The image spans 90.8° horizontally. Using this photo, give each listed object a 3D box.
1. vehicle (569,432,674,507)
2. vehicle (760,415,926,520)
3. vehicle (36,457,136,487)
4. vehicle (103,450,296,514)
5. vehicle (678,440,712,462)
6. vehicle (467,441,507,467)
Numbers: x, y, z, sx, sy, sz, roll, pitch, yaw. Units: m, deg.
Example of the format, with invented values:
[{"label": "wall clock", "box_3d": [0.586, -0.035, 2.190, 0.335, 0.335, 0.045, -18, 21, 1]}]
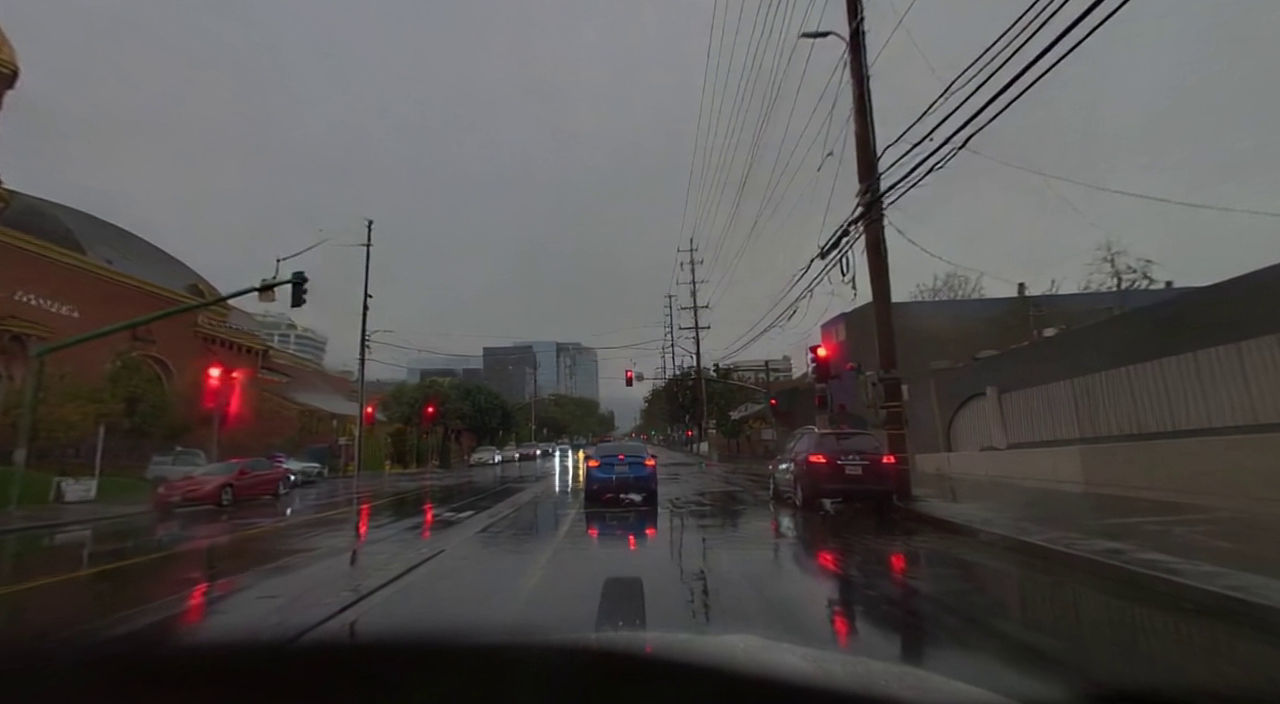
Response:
[{"label": "vehicle", "box_3d": [-0.384, 2.623, 14.533, 2.049, 1.453, 4.299, 0, -9, -1]}, {"label": "vehicle", "box_3d": [3.887, 2.290, 12.998, 2.015, 1.780, 4.261, 0, -9, 1]}, {"label": "vehicle", "box_3d": [-31.770, 6.876, 36.324, 3.932, 1.671, 1.853, 0, -9, 0]}, {"label": "vehicle", "box_3d": [-11.985, 3.529, 17.695, 1.980, 1.502, 4.655, 0, -9, 1]}, {"label": "vehicle", "box_3d": [3.891, 7.072, 45.406, 1.933, 1.479, 4.430, 0, -9, -1]}, {"label": "vehicle", "box_3d": [-11.961, 7.966, 49.694, 2.104, 1.830, 4.554, -3, -8, -2]}]
